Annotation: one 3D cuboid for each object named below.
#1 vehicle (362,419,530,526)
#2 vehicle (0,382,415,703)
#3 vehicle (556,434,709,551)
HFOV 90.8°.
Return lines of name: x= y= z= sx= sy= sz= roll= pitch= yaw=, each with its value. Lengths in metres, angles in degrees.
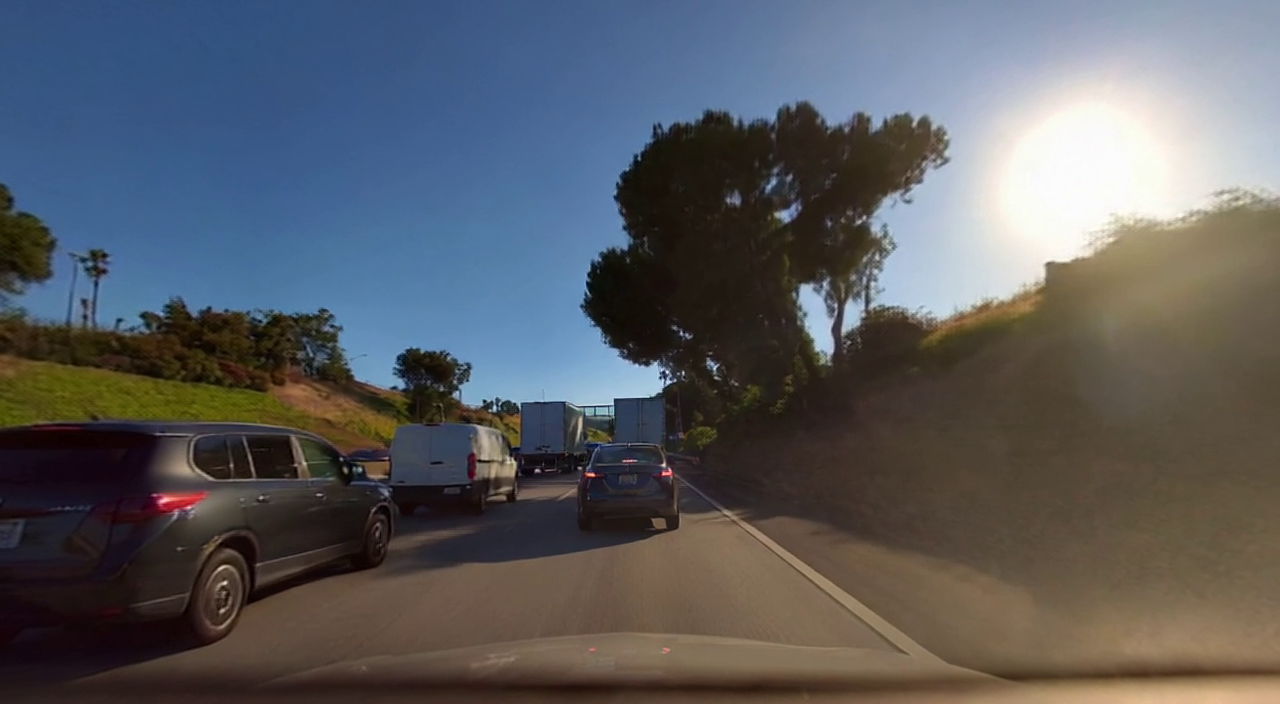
vehicle: x=-3.924 y=2.549 z=13.790 sx=2.055 sy=1.913 sz=4.584 roll=-1 pitch=-9 yaw=2
vehicle: x=-3.670 y=1.311 z=5.131 sx=2.029 sy=1.656 sz=4.437 roll=0 pitch=-9 yaw=0
vehicle: x=-0.104 y=2.116 z=10.045 sx=1.995 sy=1.495 sz=3.380 roll=0 pitch=-9 yaw=0
